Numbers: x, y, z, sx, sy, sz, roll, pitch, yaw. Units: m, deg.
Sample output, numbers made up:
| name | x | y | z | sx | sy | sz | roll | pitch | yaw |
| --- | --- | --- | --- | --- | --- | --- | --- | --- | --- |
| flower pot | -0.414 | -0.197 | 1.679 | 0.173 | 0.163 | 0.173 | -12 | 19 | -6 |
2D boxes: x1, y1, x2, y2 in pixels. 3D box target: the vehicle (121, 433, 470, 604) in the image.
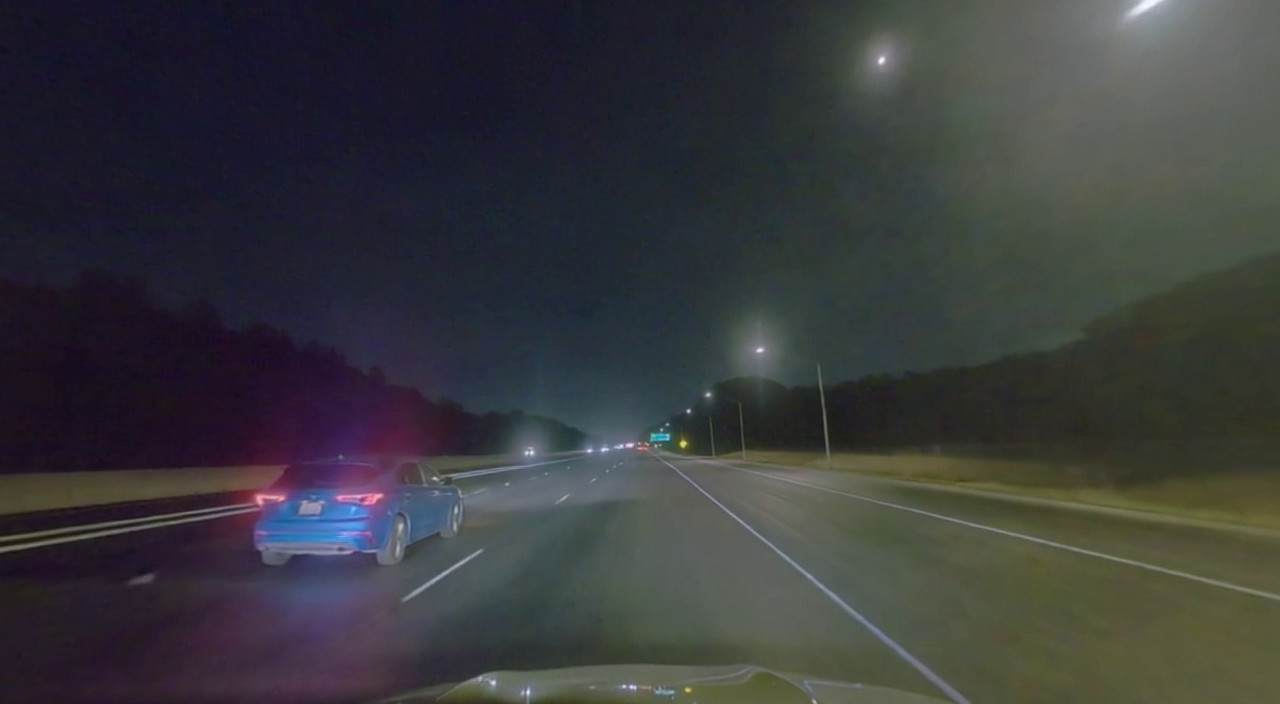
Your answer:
| name | x | y | z | sx | sy | sz | roll | pitch | yaw |
| --- | --- | --- | --- | --- | --- | --- | --- | --- | --- |
| vehicle | -3.558 | 1.758 | 7.510 | 1.935 | 1.479 | 3.787 | 0 | -9 | 1 |
